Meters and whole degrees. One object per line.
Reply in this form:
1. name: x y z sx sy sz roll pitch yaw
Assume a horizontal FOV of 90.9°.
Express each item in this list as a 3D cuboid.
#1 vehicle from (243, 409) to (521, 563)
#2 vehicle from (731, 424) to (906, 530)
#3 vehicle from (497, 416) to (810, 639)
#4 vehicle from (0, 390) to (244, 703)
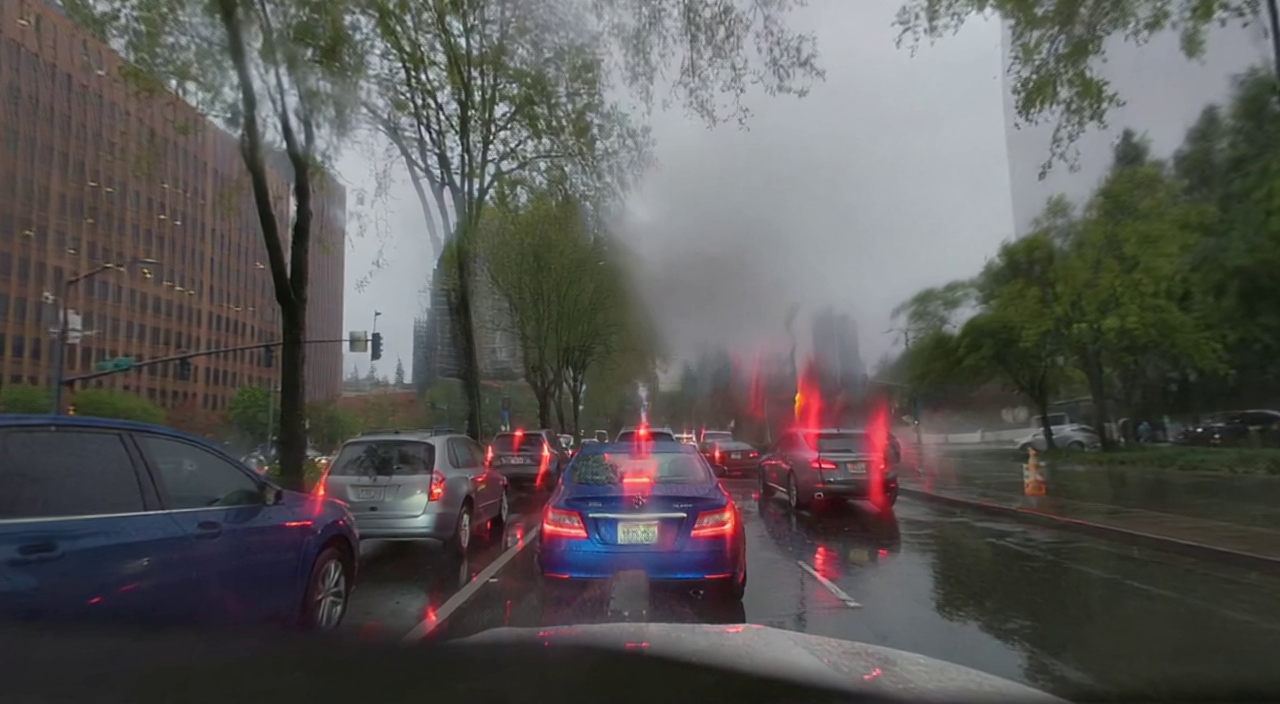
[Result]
1. vehicle: -3.368 1.865 9.498 2.168 1.719 4.561 -1 -9 1
2. vehicle: 3.160 2.317 12.241 2.110 1.661 4.295 0 -9 0
3. vehicle: 0.088 1.504 6.384 2.147 1.507 3.953 0 -8 0
4. vehicle: -3.401 0.749 1.241 2.144 1.505 4.635 -1 -9 1
